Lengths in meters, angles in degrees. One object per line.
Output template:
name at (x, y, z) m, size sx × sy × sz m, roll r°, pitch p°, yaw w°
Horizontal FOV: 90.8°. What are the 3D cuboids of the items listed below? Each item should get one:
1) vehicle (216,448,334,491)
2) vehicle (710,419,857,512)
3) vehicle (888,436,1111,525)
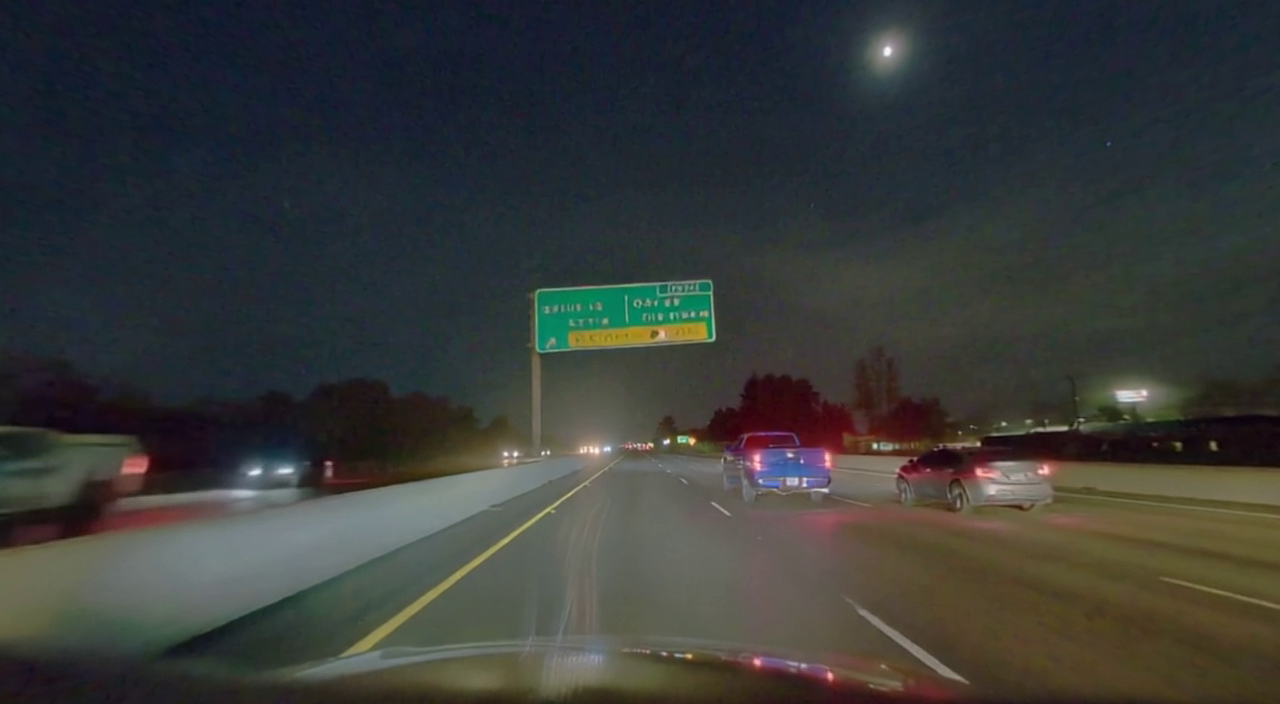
vehicle at (-14.096, 4.538, 24.799) m, size 1.892 × 1.488 × 4.752 m, roll 0°, pitch -9°, yaw -2°
vehicle at (3.086, 2.605, 14.915) m, size 2.258 × 1.824 × 4.908 m, roll 0°, pitch -9°, yaw -1°
vehicle at (6.819, 2.457, 12.635) m, size 2.009 × 1.456 × 4.097 m, roll 0°, pitch -9°, yaw -1°
